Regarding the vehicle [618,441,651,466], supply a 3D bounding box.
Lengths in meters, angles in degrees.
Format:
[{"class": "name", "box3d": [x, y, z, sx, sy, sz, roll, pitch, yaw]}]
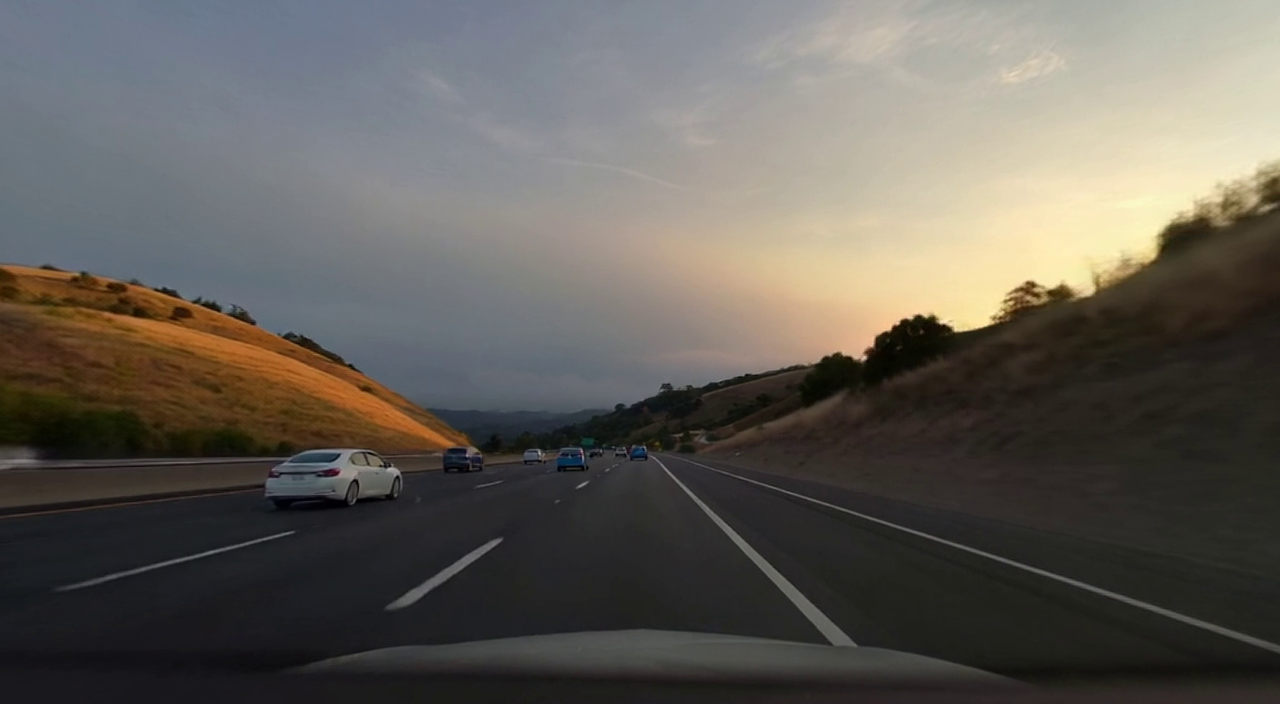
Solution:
[{"class": "vehicle", "box3d": [-0.378, 7.148, 44.537, 2.225, 1.674, 4.044, 0, -8, -1]}]

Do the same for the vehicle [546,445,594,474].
[{"class": "vehicle", "box3d": [-3.860, 5.987, 35.413, 2.144, 1.505, 4.649, 0, -8, 0]}]

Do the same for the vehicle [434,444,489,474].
[{"class": "vehicle", "box3d": [-11.124, 6.662, 39.625, 2.025, 1.750, 4.505, 0, -8, 1]}]

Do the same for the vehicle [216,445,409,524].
[{"class": "vehicle", "box3d": [-6.955, 2.813, 14.040, 1.991, 1.441, 4.265, 0, -8, 0]}]
